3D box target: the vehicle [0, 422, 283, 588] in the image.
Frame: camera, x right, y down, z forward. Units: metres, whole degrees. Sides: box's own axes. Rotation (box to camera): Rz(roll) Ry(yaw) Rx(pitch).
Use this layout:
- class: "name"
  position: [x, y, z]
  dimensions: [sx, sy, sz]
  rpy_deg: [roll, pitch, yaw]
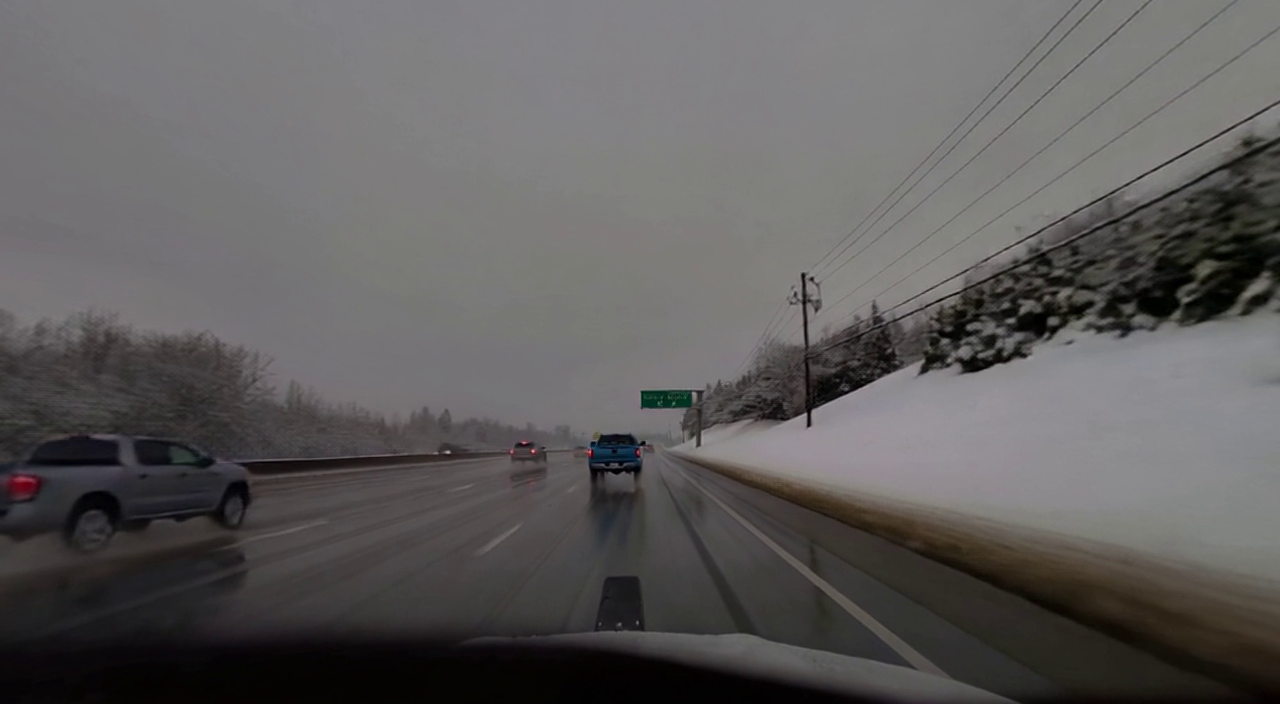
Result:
- class: "vehicle"
  position: [-7.125, 1.737, 7.905]
  dimensions: [2.189, 1.553, 5.202]
  rpy_deg: [0, -8, 0]

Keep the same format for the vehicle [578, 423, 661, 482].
- class: "vehicle"
  position: [-0.732, 4.081, 25.761]
  dimensions: [2.972, 2.087, 6.126]
  rpy_deg: [0, -8, 0]

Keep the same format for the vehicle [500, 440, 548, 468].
- class: "vehicle"
  position: [-7.130, 6.314, 39.075]
  dimensions: [2.055, 1.618, 4.457]
  rpy_deg: [0, -9, 1]
